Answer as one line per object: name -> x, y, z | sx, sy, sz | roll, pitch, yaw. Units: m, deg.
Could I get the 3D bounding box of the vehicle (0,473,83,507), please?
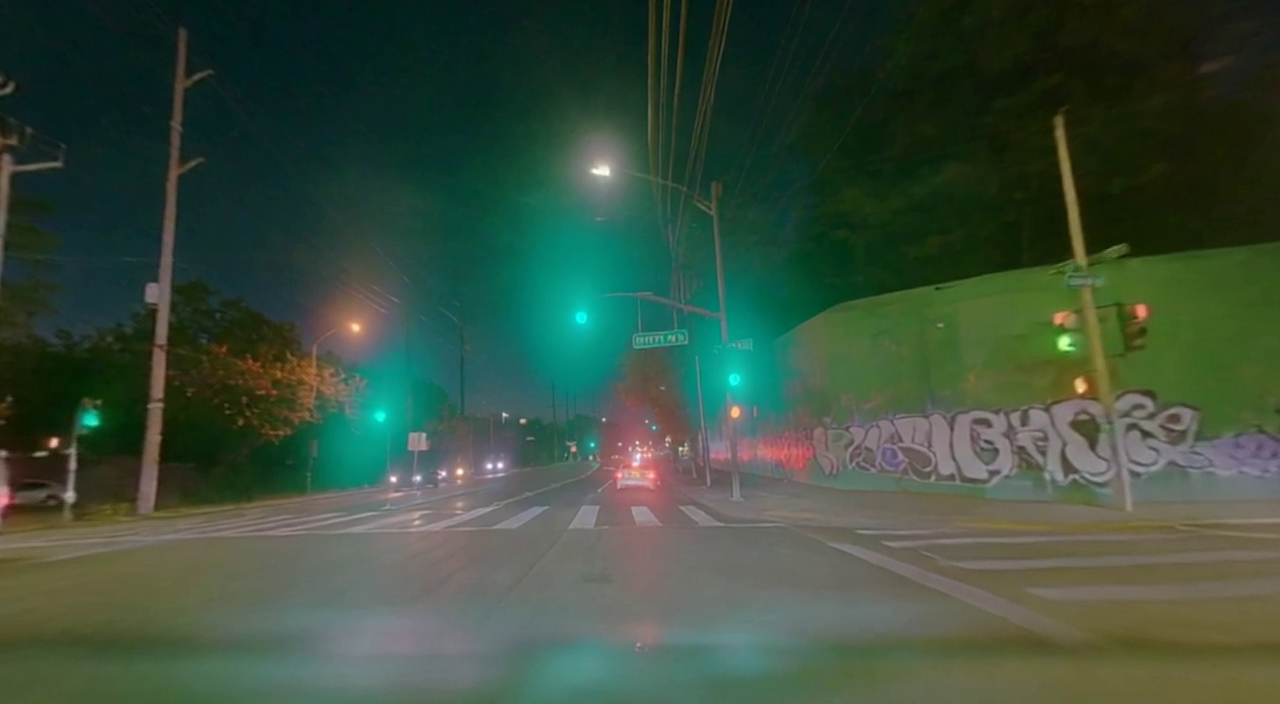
vehicle -> -30.018, 6.799, 31.123 | 1.627, 1.383, 3.731 | -4, -9, 4

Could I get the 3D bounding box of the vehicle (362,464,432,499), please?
vehicle -> -13.073, 6.965, 34.315 | 1.992, 1.585, 4.375 | 0, -8, 0

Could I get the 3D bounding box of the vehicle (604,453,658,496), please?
vehicle -> -0.365, 5.091, 26.660 | 2.105, 1.611, 3.750 | 0, -8, -1
